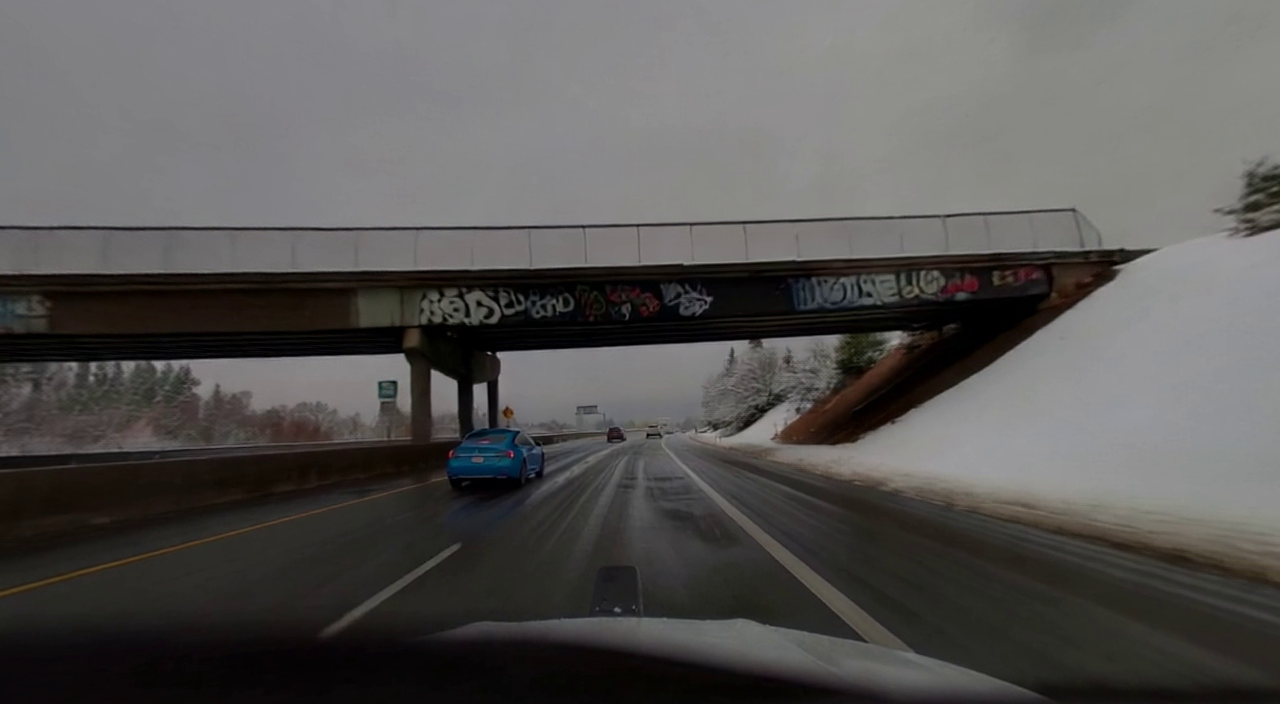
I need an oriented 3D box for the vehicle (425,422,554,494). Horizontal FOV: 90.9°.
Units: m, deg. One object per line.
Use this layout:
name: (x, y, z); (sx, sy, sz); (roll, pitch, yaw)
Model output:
vehicle: (-3.614, 2.634, 16.151); (2.108, 1.555, 4.574); (0, -8, 1)
